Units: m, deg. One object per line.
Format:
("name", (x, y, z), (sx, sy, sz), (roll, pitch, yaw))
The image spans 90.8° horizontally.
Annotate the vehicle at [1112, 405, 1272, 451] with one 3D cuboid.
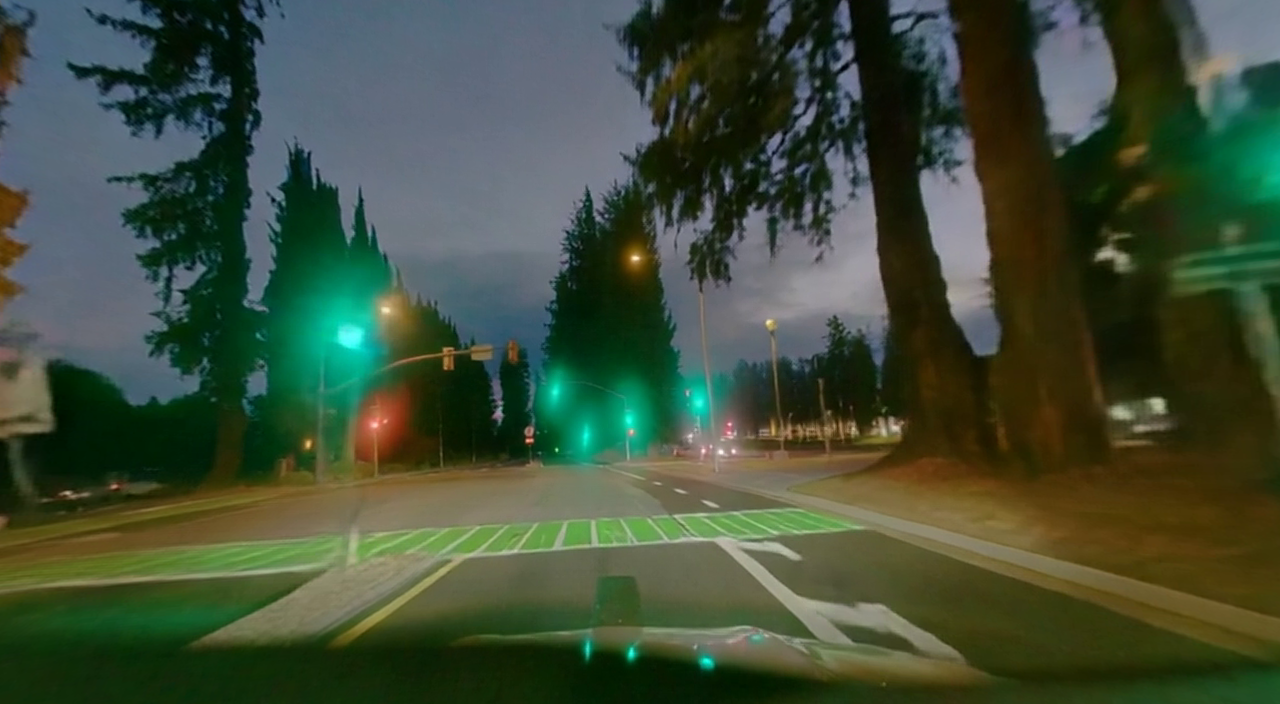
("vehicle", (20.293, 2.868, 23.494), (1.908, 1.467, 4.117), (3, -8, -10))
